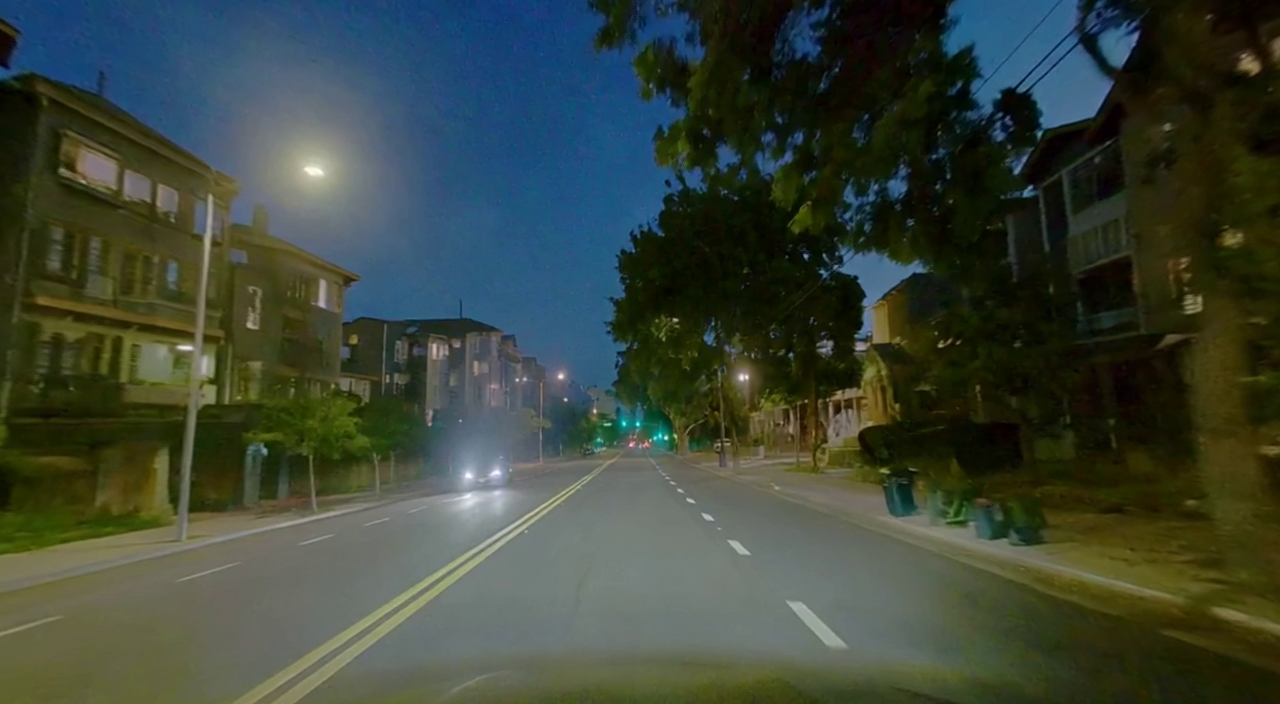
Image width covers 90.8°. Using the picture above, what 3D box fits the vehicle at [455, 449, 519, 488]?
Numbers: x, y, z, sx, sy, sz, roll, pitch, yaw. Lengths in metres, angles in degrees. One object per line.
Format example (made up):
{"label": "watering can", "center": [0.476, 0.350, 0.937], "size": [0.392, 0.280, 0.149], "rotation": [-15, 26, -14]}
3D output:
{"label": "vehicle", "center": [-7.362, 5.620, 30.822], "size": [2.010, 1.553, 4.312], "rotation": [-4, -9, 0]}
